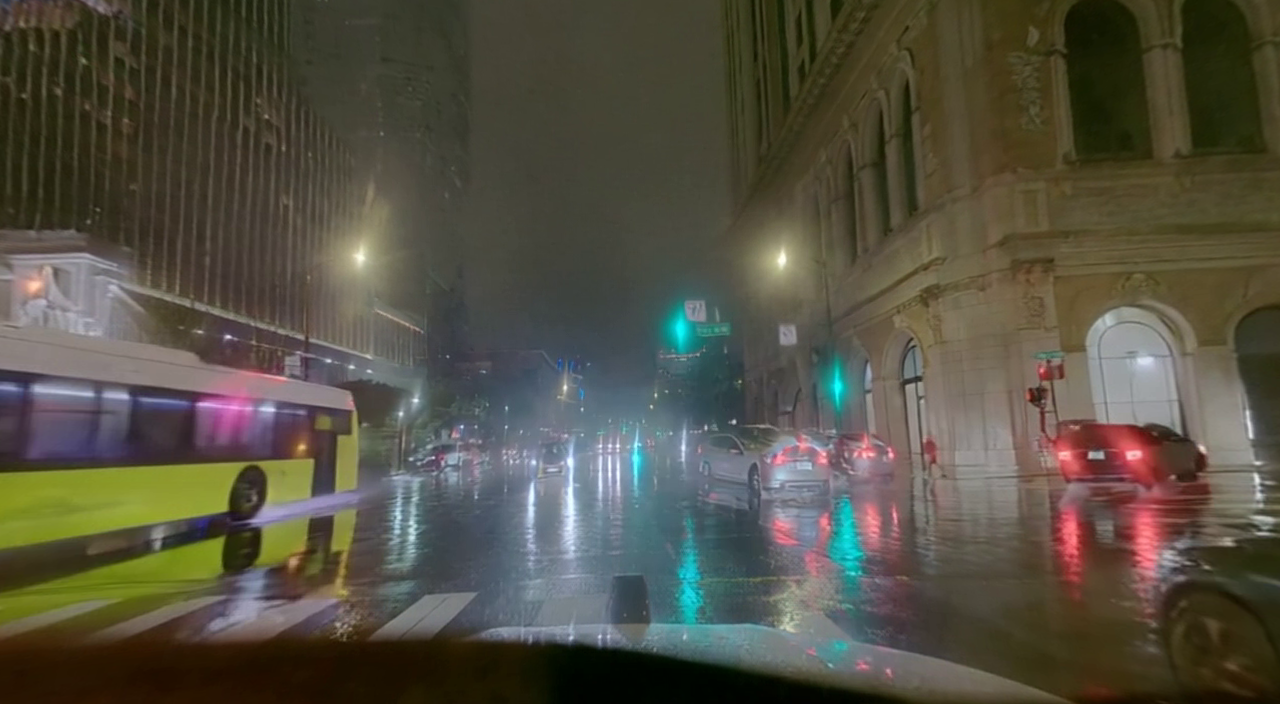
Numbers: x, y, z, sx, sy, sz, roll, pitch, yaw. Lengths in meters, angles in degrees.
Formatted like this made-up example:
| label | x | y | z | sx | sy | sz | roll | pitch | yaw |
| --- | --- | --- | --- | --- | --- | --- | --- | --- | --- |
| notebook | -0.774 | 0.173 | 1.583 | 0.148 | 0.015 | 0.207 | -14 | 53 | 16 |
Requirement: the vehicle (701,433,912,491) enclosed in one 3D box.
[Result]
| label | x | y | z | sx | sy | sz | roll | pitch | yaw |
| --- | --- | --- | --- | --- | --- | --- | --- | --- | --- |
| vehicle | 4.605 | 3.051 | 17.759 | 5.388 | 1.465 | 2.050 | -3 | -9 | 18 |

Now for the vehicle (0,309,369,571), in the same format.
| label | x | y | z | sx | sy | sz | roll | pitch | yaw |
| --- | --- | --- | --- | --- | --- | --- | --- | --- | --- |
| vehicle | -8.788 | 1.736 | 12.531 | 2.763 | 3.411 | 8.508 | 0 | -8 | 1 |

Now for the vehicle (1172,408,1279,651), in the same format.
| label | x | y | z | sx | sy | sz | roll | pitch | yaw |
| --- | --- | --- | --- | --- | --- | --- | --- | --- | --- |
| vehicle | 4.927 | 0.854 | 2.211 | 1.912 | 1.505 | 4.889 | 0 | -8 | 1 |

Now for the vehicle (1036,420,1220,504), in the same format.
| label | x | y | z | sx | sy | sz | roll | pitch | yaw |
| --- | --- | --- | --- | --- | --- | --- | --- | --- | --- |
| vehicle | 10.489 | 2.283 | 13.464 | 4.271 | 1.495 | 2.006 | 6 | -11 | -38 |

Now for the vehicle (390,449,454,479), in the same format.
| label | x | y | z | sx | sy | sz | roll | pitch | yaw |
| --- | --- | --- | --- | --- | --- | --- | --- | --- | --- |
| vehicle | -11.916 | 6.113 | 34.809 | 1.998 | 1.505 | 4.405 | 0 | -8 | -1 |

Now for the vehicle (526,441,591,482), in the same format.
| label | x | y | z | sx | sy | sz | roll | pitch | yaw |
| --- | --- | --- | --- | --- | --- | --- | --- | --- | --- |
| vehicle | -3.068 | 4.235 | 24.740 | 1.904 | 1.402 | 4.759 | 0 | -8 | 0 |
